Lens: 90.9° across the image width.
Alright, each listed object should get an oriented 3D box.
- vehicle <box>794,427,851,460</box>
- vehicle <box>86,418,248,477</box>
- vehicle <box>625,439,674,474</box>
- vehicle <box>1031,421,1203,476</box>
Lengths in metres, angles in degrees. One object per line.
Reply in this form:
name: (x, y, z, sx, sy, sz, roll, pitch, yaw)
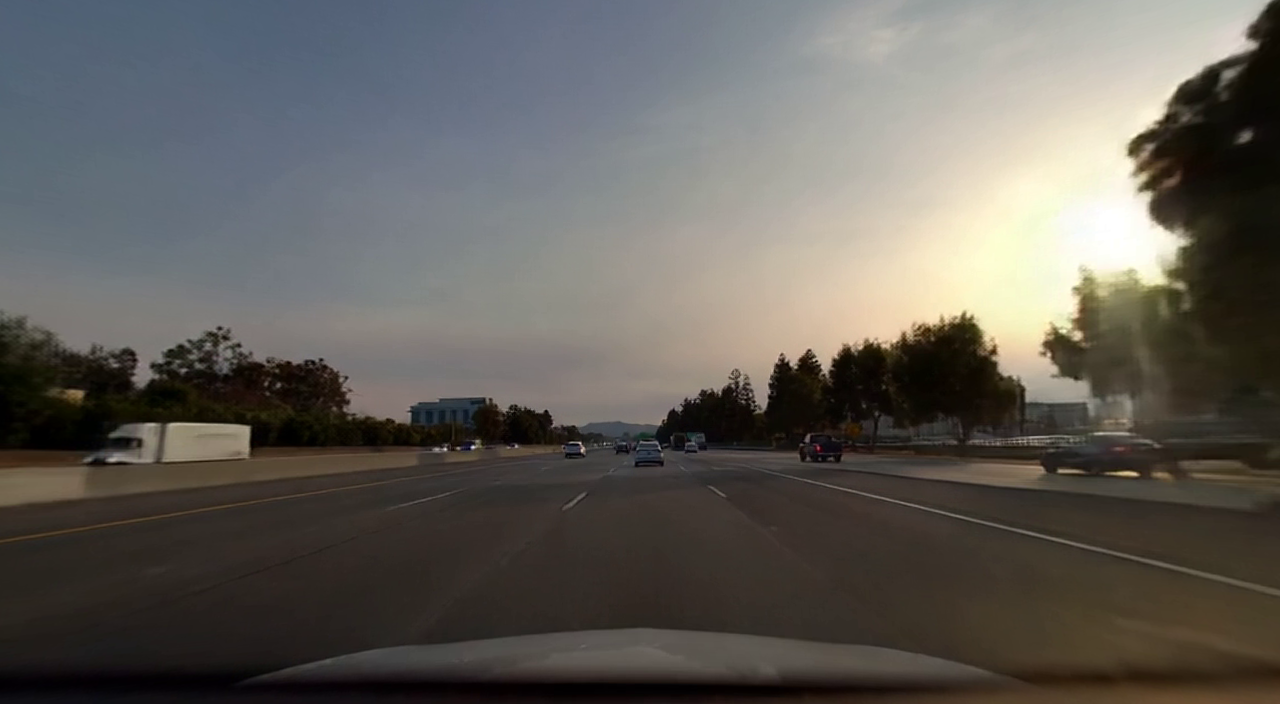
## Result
vehicle: (14.132, 7.160, 49.296, 2.336, 2.415, 6.056, 0, -8, -4)
vehicle: (-32.690, 6.697, 44.542, 2.970, 3.609, 10.813, 0, -8, 1)
vehicle: (0.411, 4.846, 29.499, 2.112, 1.482, 4.082, 0, -8, 0)
vehicle: (19.056, 3.914, 25.716, 2.304, 1.951, 5.719, 0, -8, -3)
